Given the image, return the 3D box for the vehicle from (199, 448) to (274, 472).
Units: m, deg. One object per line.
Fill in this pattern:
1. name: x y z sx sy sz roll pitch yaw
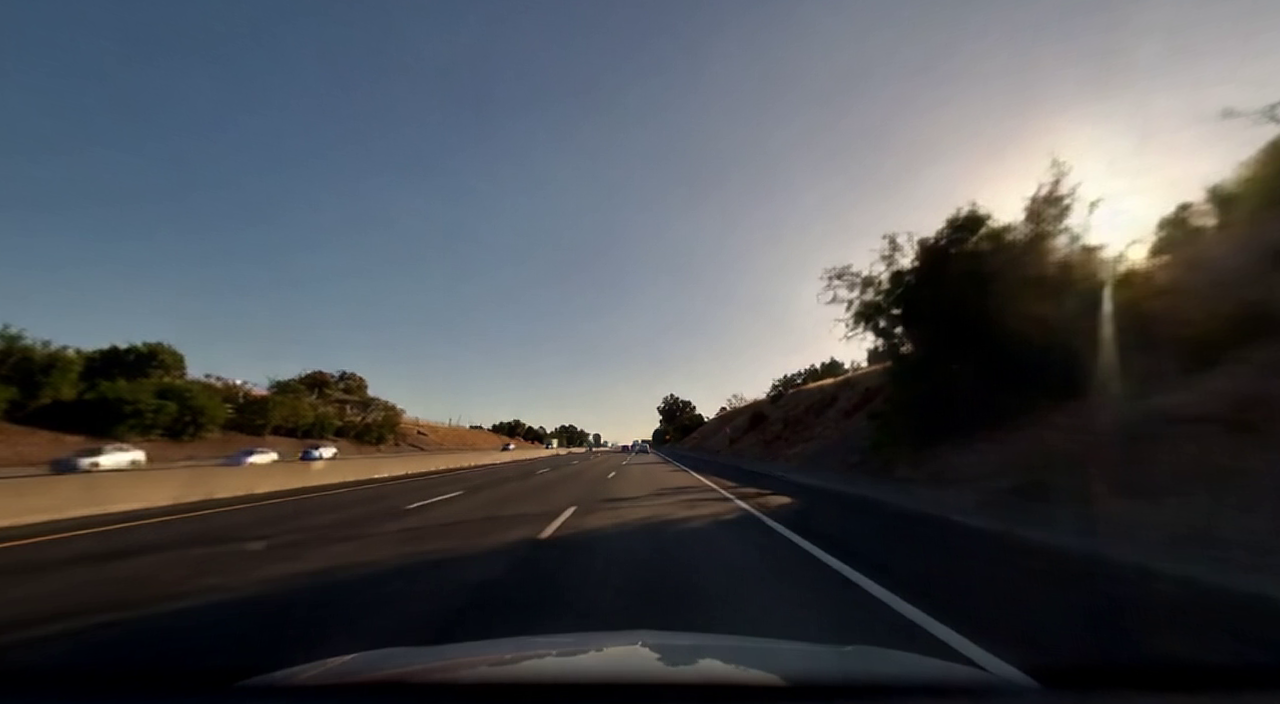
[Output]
1. vehicle: -28.151 7.557 44.185 1.973 1.553 4.870 0 -9 1

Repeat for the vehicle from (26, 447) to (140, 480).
1. vehicle: -32.119 6.401 36.583 2.059 1.750 4.910 0 -9 1
